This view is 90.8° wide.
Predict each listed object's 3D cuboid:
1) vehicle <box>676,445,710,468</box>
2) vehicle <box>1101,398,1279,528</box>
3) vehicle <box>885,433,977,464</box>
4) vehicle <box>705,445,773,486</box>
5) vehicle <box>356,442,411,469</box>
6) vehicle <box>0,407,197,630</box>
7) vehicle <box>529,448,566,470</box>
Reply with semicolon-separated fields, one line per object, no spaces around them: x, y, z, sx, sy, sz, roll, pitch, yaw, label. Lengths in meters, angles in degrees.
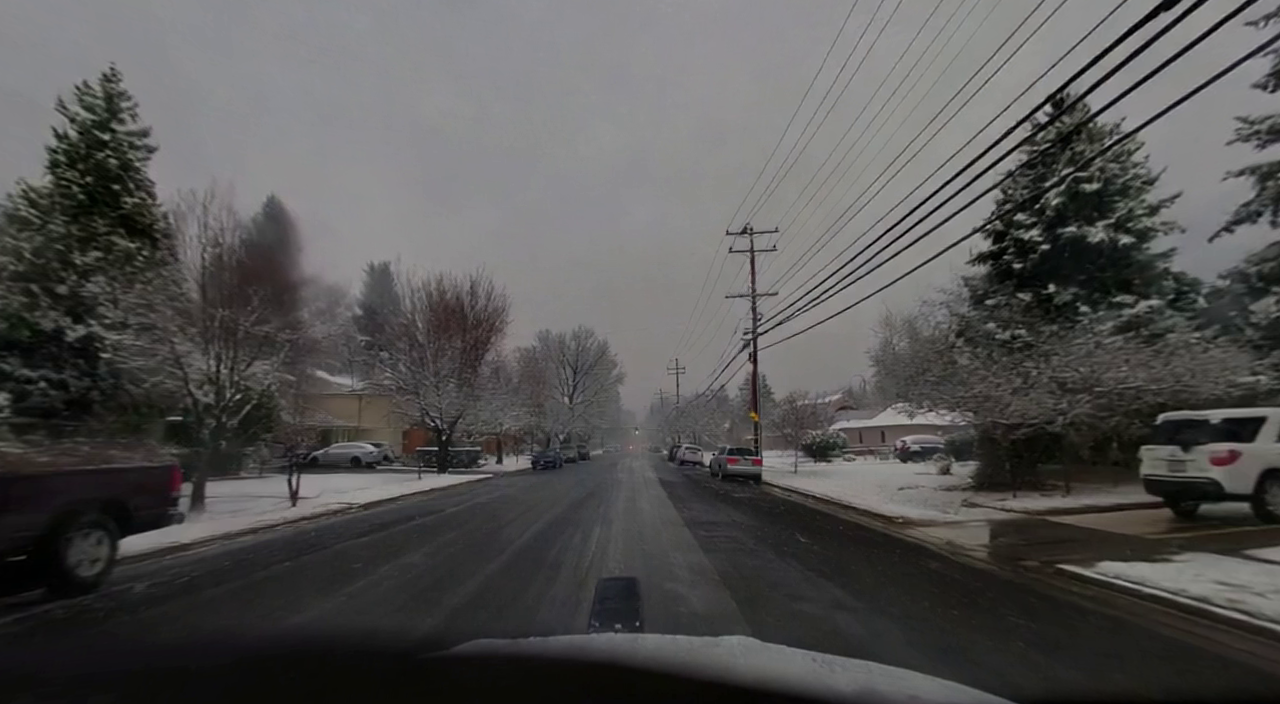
3.569;7.117;43.197;1.763;1.432;4.323;0;-9;-2;vehicle
10.265;1.660;9.635;4.864;1.747;1.956;0;-9;-1;vehicle
16.795;5.622;36.637;4.355;1.674;1.914;-1;-10;1;vehicle
3.746;4.355;24.581;1.782;1.439;4.037;0;-9;-3;vehicle
-17.924;7.258;44.415;1.925;1.750;4.489;0;-9;1;vehicle
-6.303;1.378;5.130;2.058;1.805;4.584;-1;-10;0;vehicle
-6.551;7.599;45.133;2.031;1.454;4.410;0;-9;0;vehicle
